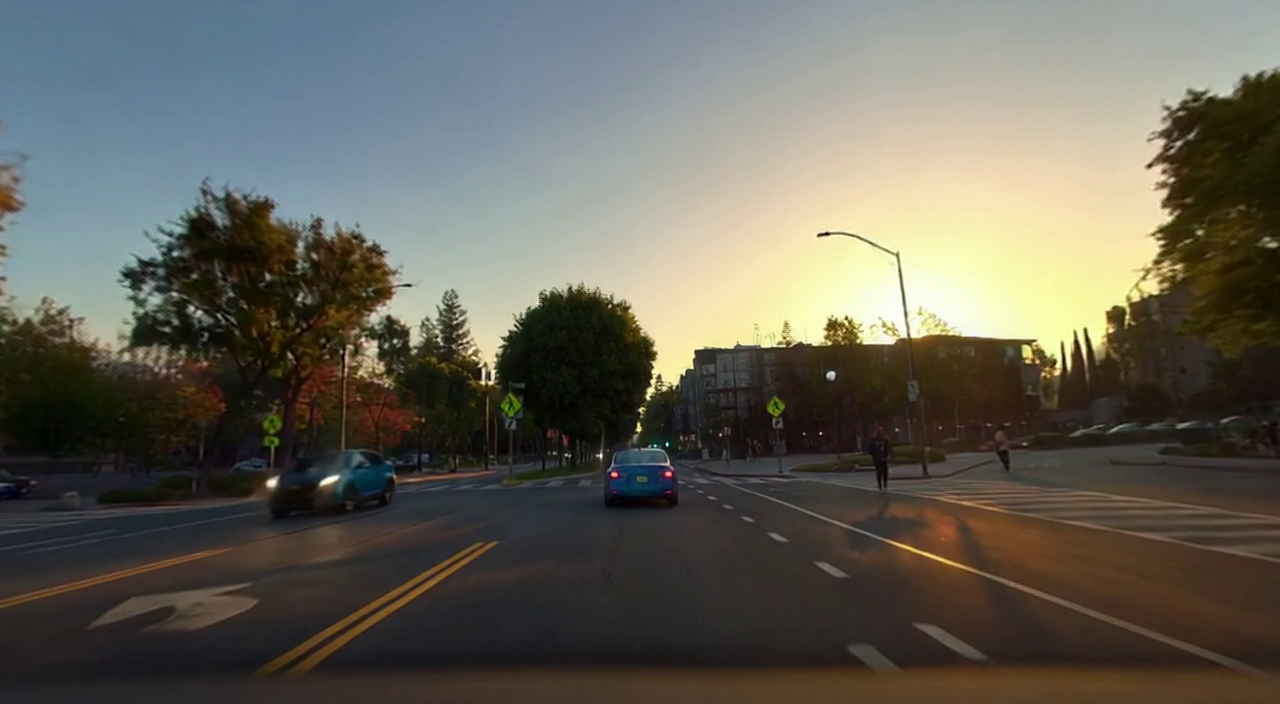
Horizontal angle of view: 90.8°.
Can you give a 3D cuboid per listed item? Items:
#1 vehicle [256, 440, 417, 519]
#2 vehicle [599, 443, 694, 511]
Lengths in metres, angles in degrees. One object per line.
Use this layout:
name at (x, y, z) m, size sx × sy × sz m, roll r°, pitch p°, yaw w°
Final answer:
vehicle at (-8.470, 3.556, 18.331) m, size 2.179 × 1.933 × 5.034 m, roll 0°, pitch -9°, yaw 0°
vehicle at (0.084, 3.277, 17.093) m, size 2.221 × 1.570 × 4.398 m, roll 0°, pitch -9°, yaw -2°
